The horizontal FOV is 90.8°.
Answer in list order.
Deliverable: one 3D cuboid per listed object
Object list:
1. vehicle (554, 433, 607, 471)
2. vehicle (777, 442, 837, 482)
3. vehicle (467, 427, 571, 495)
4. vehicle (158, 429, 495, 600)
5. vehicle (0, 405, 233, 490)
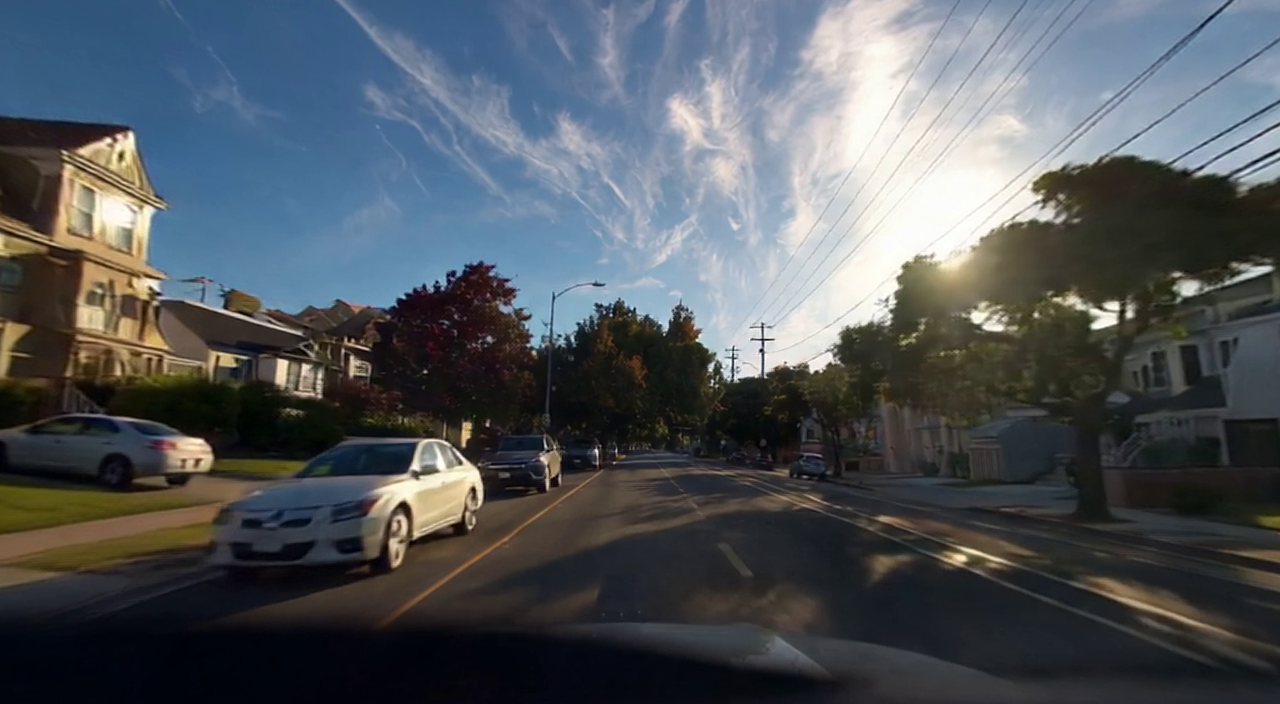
[{"bbox_3d":[-3.137,5.455,34.656,2.290,1.924,5.536,0,-8,1],"label":"vehicle"},{"bbox_3d":[9.792,6.439,37.325,2.156,1.882,4.790,8,-8,2],"label":"vehicle"},{"bbox_3d":[-3.420,3.221,18.964,2.127,1.737,4.961,0,-9,0],"label":"vehicle"},{"bbox_3d":[-3.459,1.869,8.332,1.917,1.516,4.898,-2,-8,1],"label":"vehicle"},{"bbox_3d":[-11.978,2.113,14.207,4.156,1.562,2.011,3,-8,0],"label":"vehicle"}]
